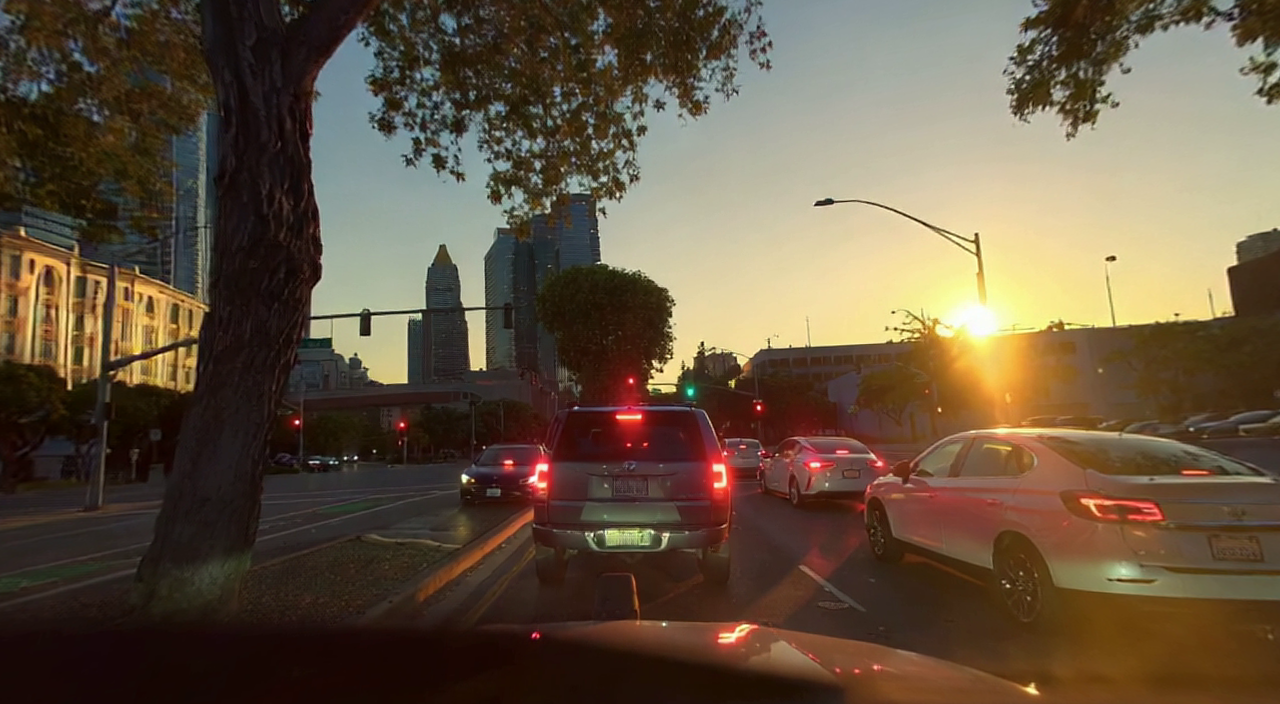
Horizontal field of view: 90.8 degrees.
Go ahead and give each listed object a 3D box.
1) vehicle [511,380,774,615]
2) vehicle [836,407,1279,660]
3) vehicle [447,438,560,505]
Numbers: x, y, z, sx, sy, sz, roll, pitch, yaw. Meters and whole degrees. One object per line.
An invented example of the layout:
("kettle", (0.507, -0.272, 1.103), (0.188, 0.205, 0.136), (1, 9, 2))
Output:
("vehicle", (-0.029, 1.456, 7.256), (2.038, 1.819, 4.505), (0, -8, -1))
("vehicle", (3.650, 1.409, 6.078), (1.995, 1.483, 4.533), (0, -8, -1))
("vehicle", (-3.306, 2.977, 16.209), (1.913, 1.464, 4.276), (0, -8, 0))
